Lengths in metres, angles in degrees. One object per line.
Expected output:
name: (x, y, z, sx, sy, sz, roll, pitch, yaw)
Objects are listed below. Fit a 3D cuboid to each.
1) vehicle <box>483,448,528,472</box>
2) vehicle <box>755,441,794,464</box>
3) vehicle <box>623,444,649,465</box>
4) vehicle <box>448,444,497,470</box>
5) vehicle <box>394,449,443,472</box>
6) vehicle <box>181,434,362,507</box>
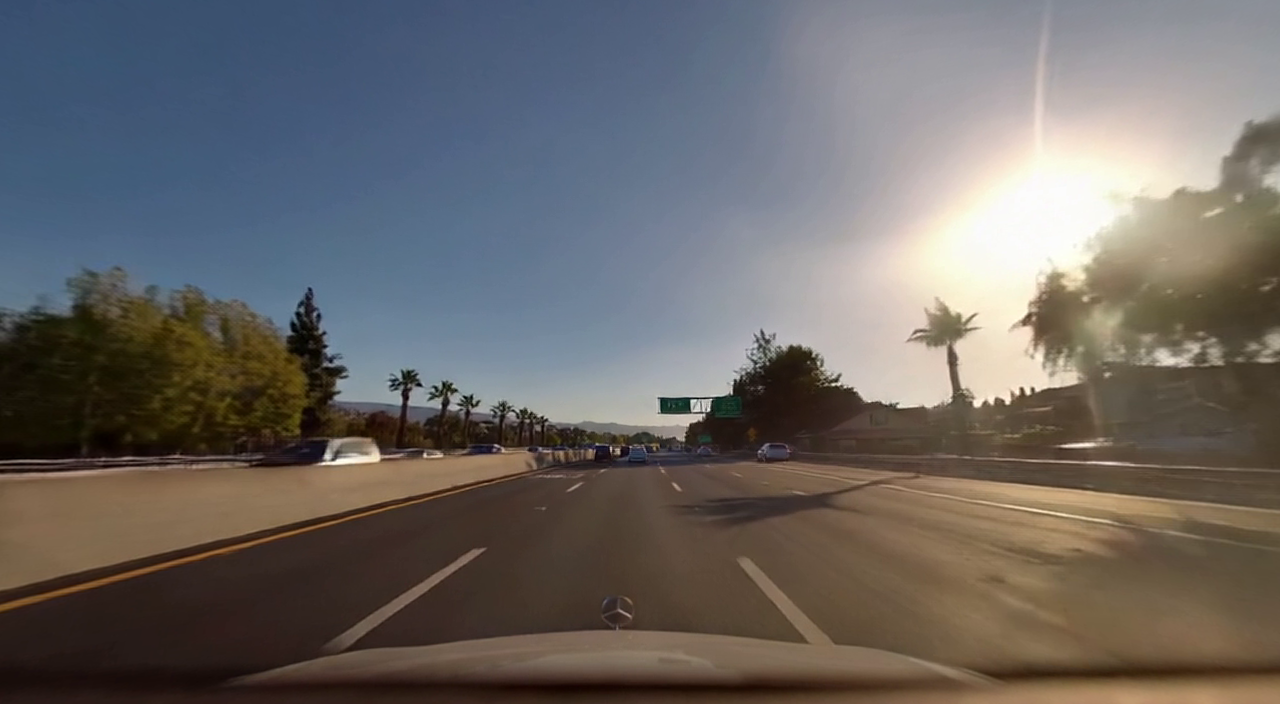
vehicle: (-8.885, 7.163, 42.089, 1.975, 1.495, 4.510, -1, -9, 0)
vehicle: (10.504, 7.882, 49.640, 2.130, 1.703, 4.572, -1, -9, 1)
vehicle: (-0.260, 8.017, 49.421, 1.977, 1.513, 3.546, -1, -9, 1)
vehicle: (-12.189, 7.689, 46.432, 2.142, 1.805, 5.075, -1, -9, 1)
vehicle: (-15.655, 7.656, 44.888, 1.876, 1.513, 4.205, -1, -9, 1)
vehicle: (-9.758, 3.162, 17.317, 2.100, 1.668, 4.686, -1, -9, 0)
